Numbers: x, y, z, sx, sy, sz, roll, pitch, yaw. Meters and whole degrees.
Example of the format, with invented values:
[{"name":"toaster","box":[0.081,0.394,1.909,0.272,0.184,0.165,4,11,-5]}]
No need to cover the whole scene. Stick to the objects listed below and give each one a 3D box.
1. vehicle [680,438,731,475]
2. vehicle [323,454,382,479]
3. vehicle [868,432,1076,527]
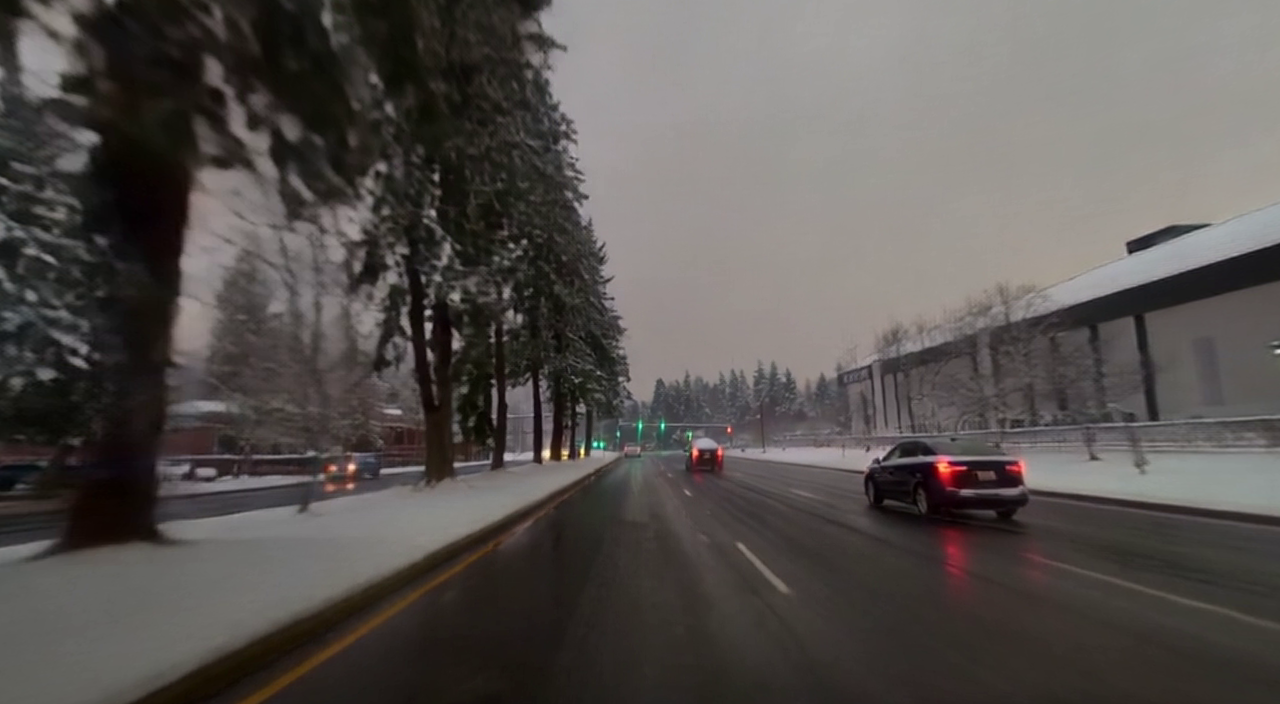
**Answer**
[{"name":"vehicle","box":[3.329,5.470,33.196,2.095,1.759,4.862,0,-9,-1]},{"name":"vehicle","box":[-20.612,8.230,45.584,1.950,1.604,4.756,0,-9,1]},{"name":"vehicle","box":[6.553,2.546,13.162,2.000,1.618,4.238,0,-9,0]}]
